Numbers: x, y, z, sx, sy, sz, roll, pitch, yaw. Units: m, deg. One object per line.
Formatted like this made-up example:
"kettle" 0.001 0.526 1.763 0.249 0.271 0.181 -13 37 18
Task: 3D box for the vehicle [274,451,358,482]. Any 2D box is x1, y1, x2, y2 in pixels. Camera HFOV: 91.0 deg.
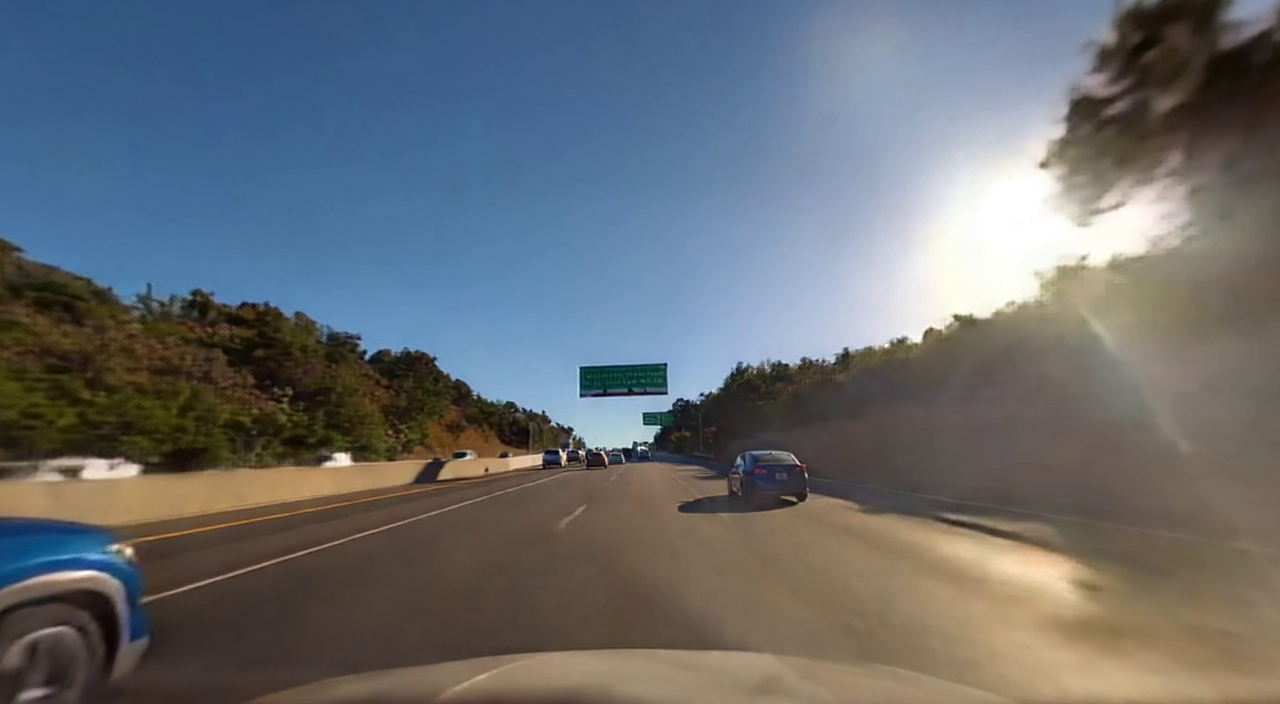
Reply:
"vehicle" -19.618 6.897 38.420 2.302 1.712 5.012 0 -9 2

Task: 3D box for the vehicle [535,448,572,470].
"vehicle" -6.598 8.198 48.567 2.107 1.541 4.713 0 -9 0

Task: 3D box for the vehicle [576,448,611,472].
"vehicle" -3.079 7.302 42.781 2.030 1.563 4.389 0 -9 0

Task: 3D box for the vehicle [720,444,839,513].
"vehicle" 3.311 3.080 15.831 1.979 1.486 4.125 0 -9 -1

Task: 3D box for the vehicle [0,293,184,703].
"vehicle" -3.166 0.470 0.562 2.137 1.756 4.453 0 -9 0
